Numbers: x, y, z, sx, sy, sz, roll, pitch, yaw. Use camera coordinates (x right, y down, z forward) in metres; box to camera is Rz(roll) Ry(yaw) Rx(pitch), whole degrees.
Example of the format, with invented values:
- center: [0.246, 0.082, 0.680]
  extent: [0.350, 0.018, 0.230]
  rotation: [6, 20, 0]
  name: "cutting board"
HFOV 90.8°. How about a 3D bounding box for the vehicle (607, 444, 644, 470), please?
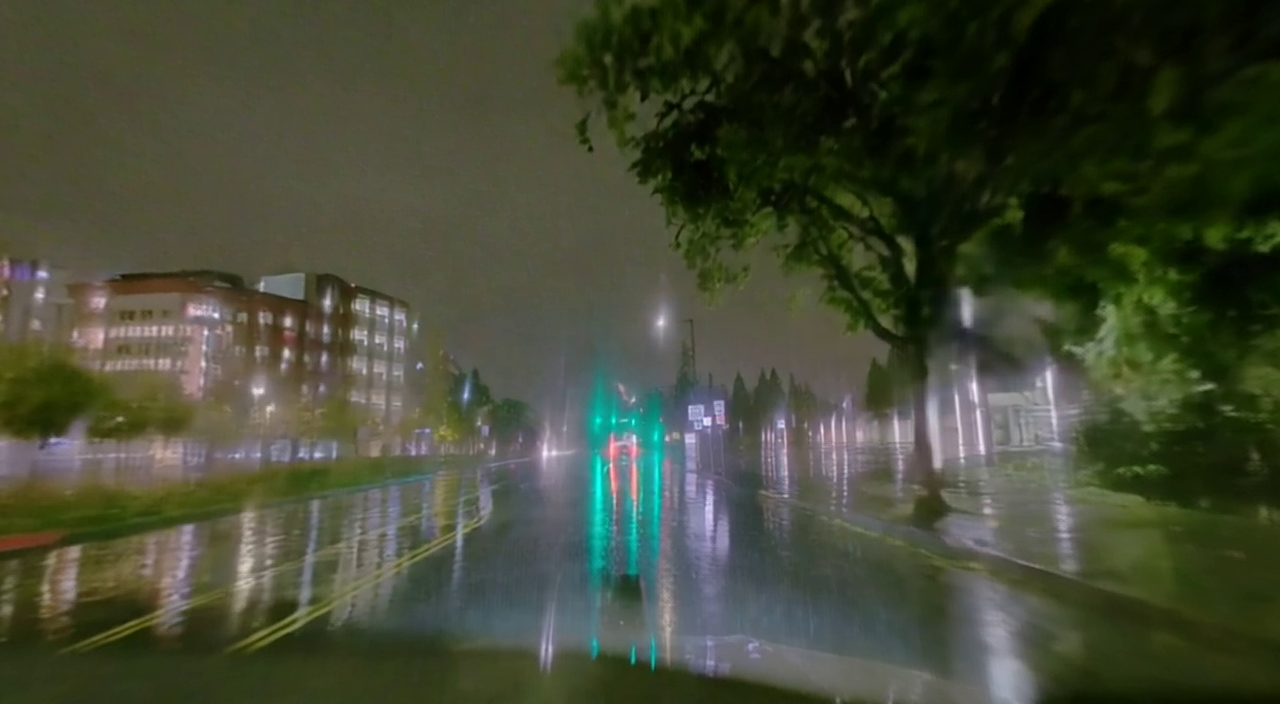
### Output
- center: [-0.928, 6.405, 38.671]
  extent: [2.131, 1.474, 4.146]
  rotation: [1, -8, -3]
  name: "vehicle"
